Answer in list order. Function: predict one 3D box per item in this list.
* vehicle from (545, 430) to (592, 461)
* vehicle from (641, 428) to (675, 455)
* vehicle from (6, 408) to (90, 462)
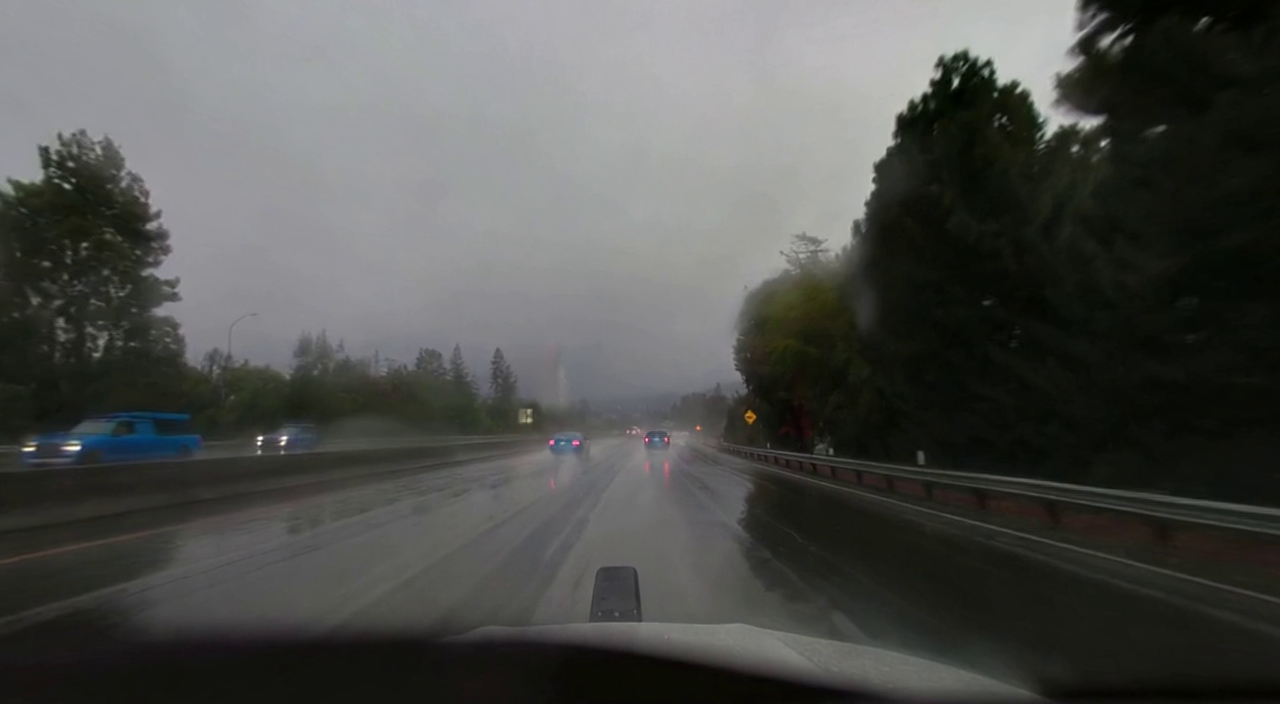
[{"bbox_3d":[-3.590,4.791,32.444,1.950,1.518,3.941,0,-8,0],"label":"vehicle"},{"bbox_3d":[1.084,5.668,39.869,2.041,1.618,3.898,0,-8,0],"label":"vehicle"},{"bbox_3d":[-43.915,6.150,46.825,2.910,3.837,3.156,1,-8,-6],"label":"vehicle"}]
